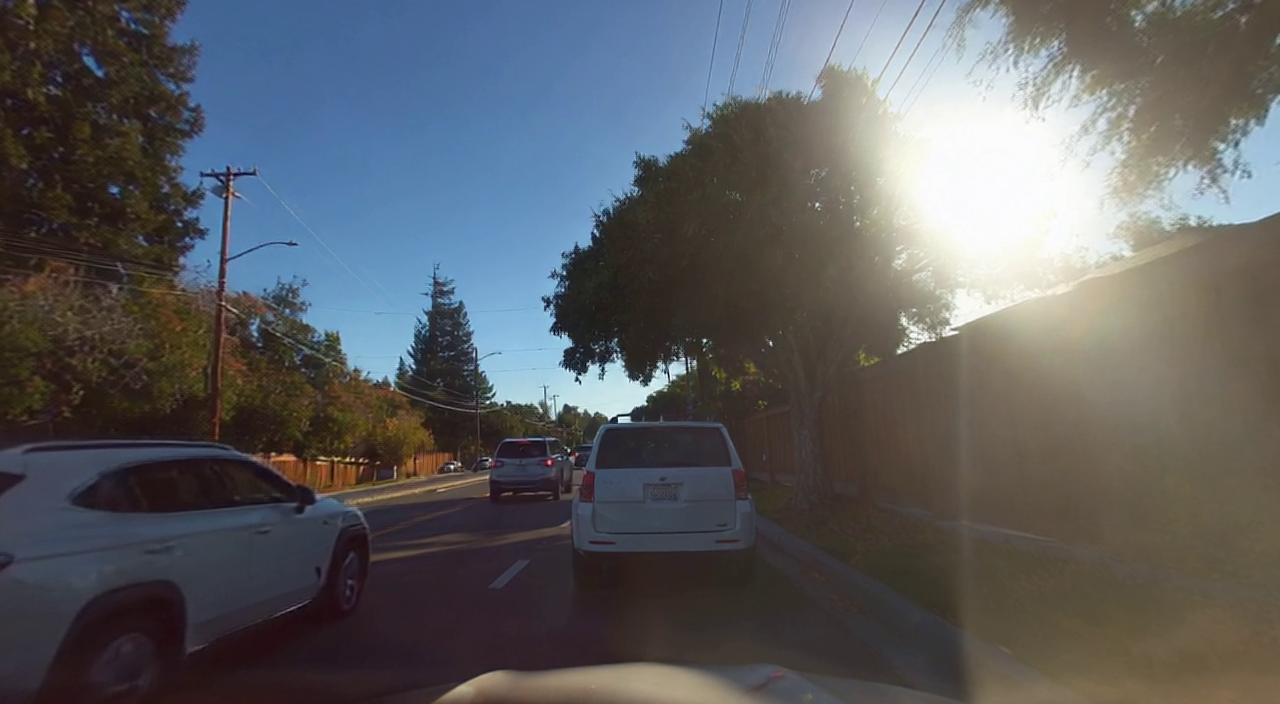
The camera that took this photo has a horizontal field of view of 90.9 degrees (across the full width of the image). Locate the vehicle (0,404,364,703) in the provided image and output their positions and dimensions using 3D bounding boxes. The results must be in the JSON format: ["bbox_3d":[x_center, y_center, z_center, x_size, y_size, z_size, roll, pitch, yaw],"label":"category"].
[{"bbox_3d":[-3.141,1.023,2.755,1.979,1.489,4.006,0,-9,1],"label":"vehicle"}]

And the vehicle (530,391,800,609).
[{"bbox_3d":[0.205,1.505,7.223,2.174,1.749,4.113,0,-9,0],"label":"vehicle"}]
